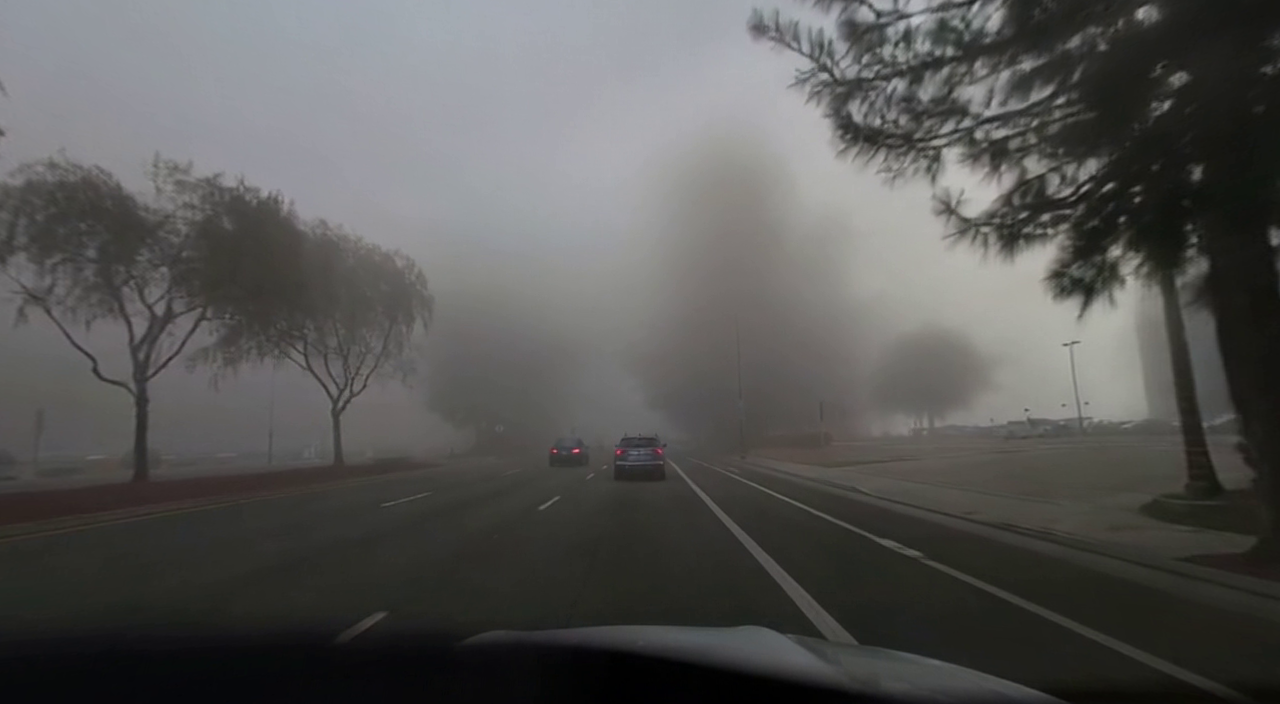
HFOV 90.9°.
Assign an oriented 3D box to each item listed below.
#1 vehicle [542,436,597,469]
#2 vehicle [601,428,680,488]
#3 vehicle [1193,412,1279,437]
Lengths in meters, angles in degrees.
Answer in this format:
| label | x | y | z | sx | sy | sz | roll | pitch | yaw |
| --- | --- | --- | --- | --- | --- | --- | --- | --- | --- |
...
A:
| label | x | y | z | sx | sy | sz | roll | pitch | yaw |
| --- | --- | --- | --- | --- | --- | --- | --- | --- | --- |
| vehicle | -3.370 | 4.931 | 31.155 | 1.942 | 1.462 | 4.905 | -1 | -8 | 2 |
| vehicle | 0.015 | 3.263 | 19.673 | 2.199 | 1.652 | 4.101 | 0 | -8 | 0 |
| vehicle | 45.069 | 5.476 | 47.366 | 4.851 | 1.673 | 1.912 | -5 | -10 | 31 |
